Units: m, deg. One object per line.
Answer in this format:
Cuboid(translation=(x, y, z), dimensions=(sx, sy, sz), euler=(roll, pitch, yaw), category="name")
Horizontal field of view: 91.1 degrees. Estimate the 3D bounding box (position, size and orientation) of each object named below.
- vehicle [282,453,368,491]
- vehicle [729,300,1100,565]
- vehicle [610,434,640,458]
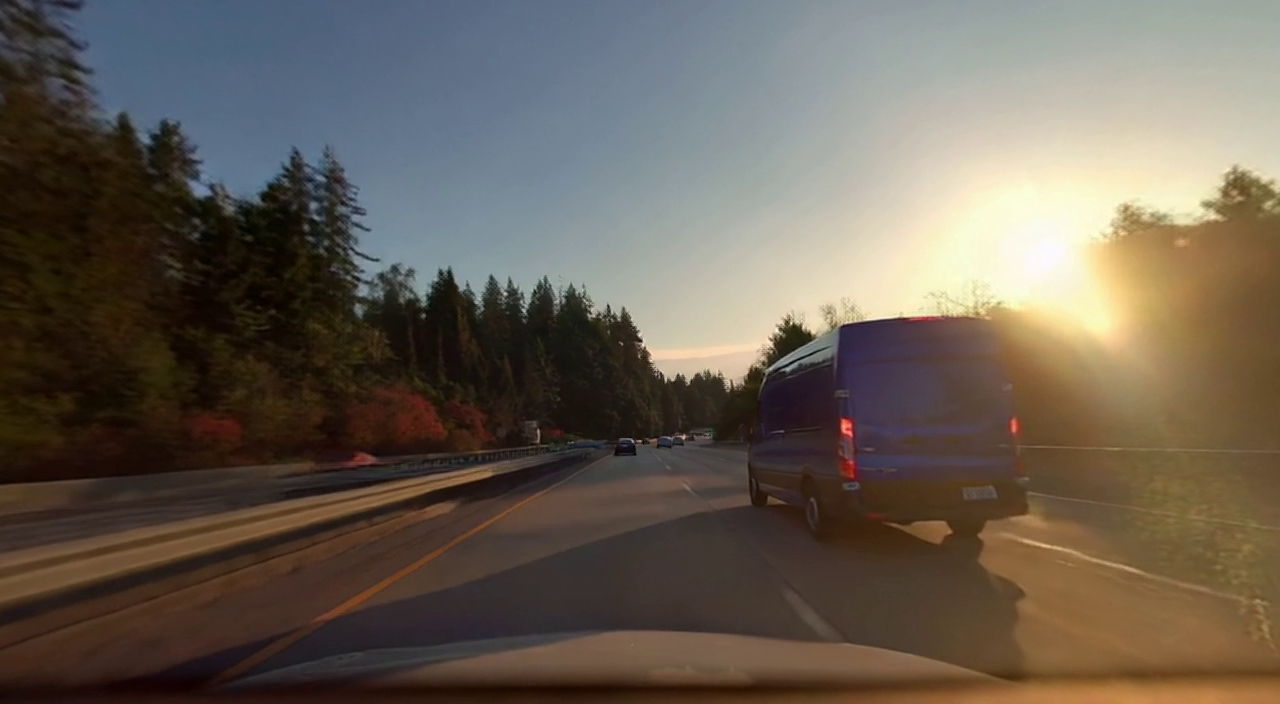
Cuboid(translation=(-14.047, 5.349, 28.299), dimensions=(1.826, 1.489, 3.940), euler=(0, -8, 0), category="vehicle")
Cuboid(translation=(3.177, 1.241, 9.799), dimensions=(2.416, 2.595, 7.243), euler=(0, -8, -1), category="vehicle")
Cuboid(translation=(-0.976, 6.225, 41.753), dimensions=(1.900, 1.524, 4.324), euler=(0, -8, -1), category="vehicle")
